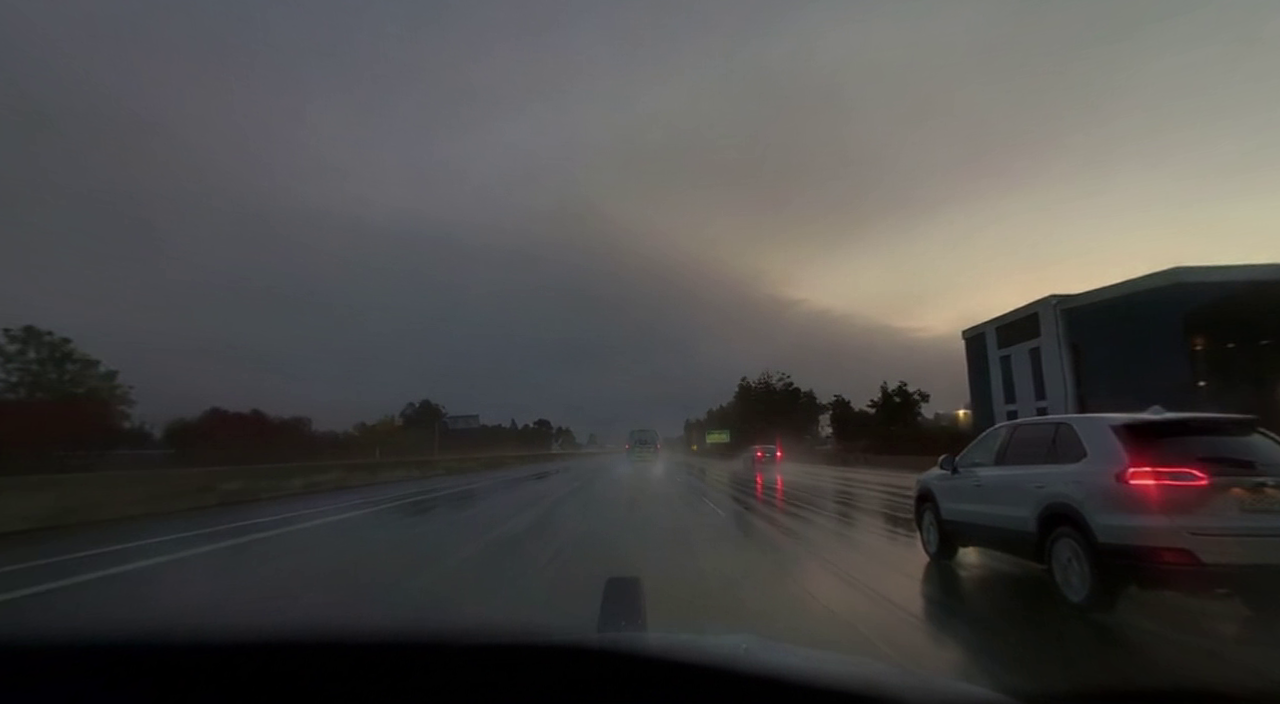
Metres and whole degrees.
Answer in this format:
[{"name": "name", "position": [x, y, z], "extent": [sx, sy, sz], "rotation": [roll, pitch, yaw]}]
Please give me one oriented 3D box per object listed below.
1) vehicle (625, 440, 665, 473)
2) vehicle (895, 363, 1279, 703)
[{"name": "vehicle", "position": [0.256, 5.682, 34.410], "extent": [2.015, 1.639, 4.086], "rotation": [0, -9, 0]}, {"name": "vehicle", "position": [4.024, 1.158, 4.867], "extent": [2.008, 1.595, 5.082], "rotation": [0, -9, 1]}]
